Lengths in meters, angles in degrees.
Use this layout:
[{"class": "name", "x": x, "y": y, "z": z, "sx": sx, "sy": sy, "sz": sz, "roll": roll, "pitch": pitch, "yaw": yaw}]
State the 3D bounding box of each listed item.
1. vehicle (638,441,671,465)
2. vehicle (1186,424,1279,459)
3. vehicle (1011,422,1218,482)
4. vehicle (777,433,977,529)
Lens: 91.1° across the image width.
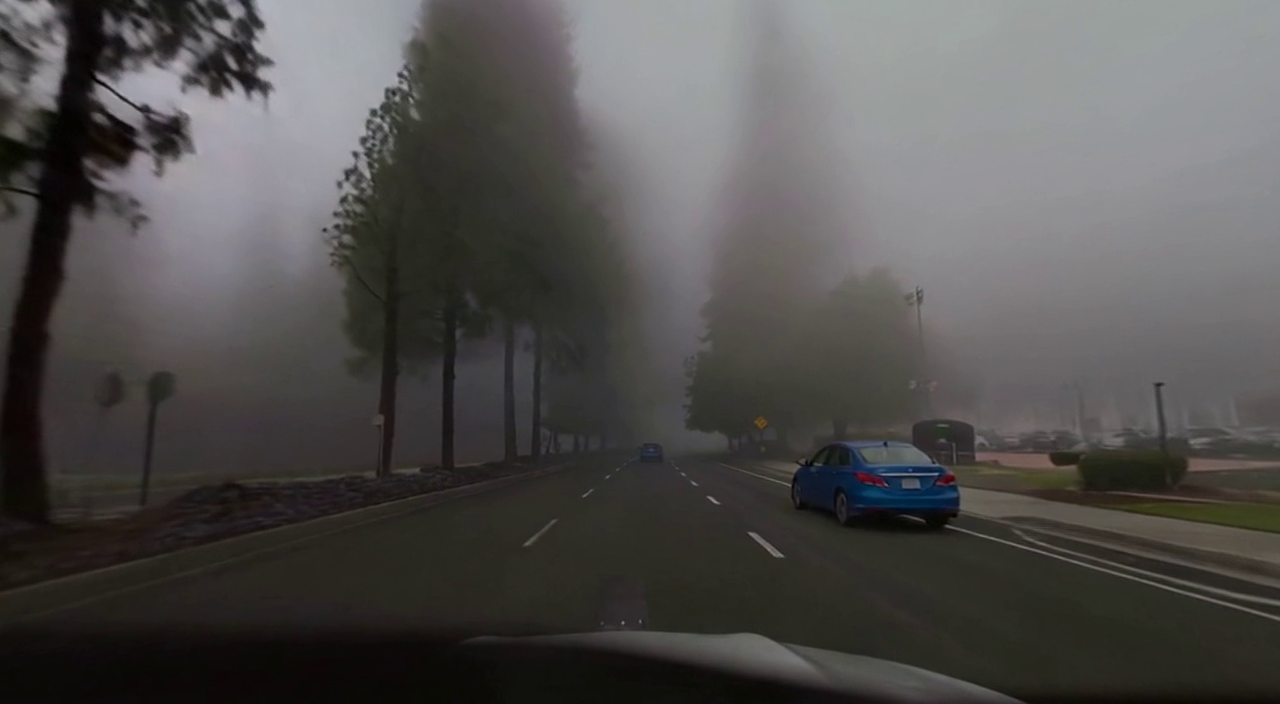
[{"class": "vehicle", "x": 0.943, "y": 6.844, "z": 42.706, "sx": 2.144, "sy": 1.505, "sz": 4.128, "roll": 0, "pitch": -9, "yaw": 0}, {"class": "vehicle", "x": 27.584, "y": 3.996, "z": 28.089, "sx": 4.440, "sy": 1.475, "sz": 1.906, "roll": 0, "pitch": -9, "yaw": 0}, {"class": "vehicle", "x": 14.607, "y": 3.109, "z": 19.548, "sx": 4.722, "sy": 1.500, "sz": 1.975, "roll": -4, "pitch": -9, "yaw": 0}, {"class": "vehicle", "x": 4.228, "y": 2.380, "z": 12.205, "sx": 2.053, "sy": 1.482, "sz": 4.568, "roll": 0, "pitch": -9, "yaw": -1}]
